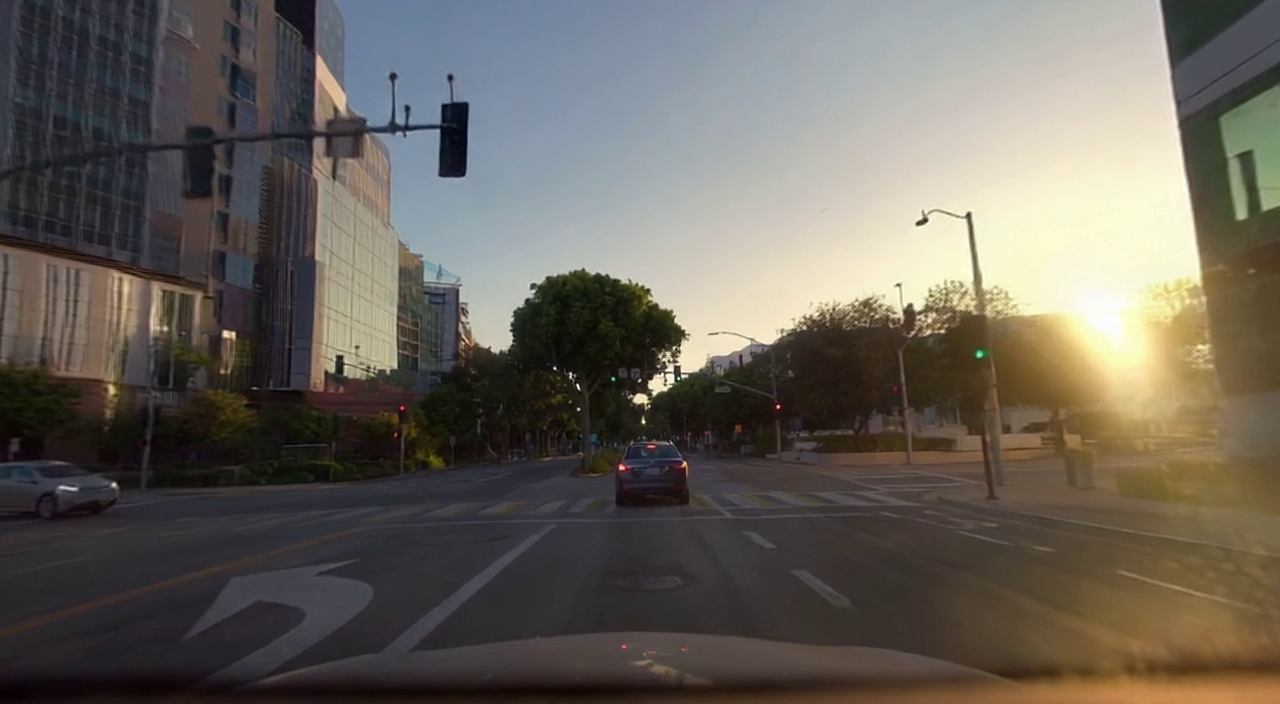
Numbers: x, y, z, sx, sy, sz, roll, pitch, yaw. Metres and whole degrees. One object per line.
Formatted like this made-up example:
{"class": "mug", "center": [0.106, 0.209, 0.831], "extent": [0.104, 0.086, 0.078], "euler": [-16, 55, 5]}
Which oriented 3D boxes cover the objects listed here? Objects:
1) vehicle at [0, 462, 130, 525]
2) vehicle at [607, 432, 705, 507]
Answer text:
{"class": "vehicle", "center": [-16.820, 3.833, 17.395], "extent": [4.494, 1.475, 1.893], "euler": [-3, -9, 16]}
{"class": "vehicle", "center": [0.342, 2.918, 16.122], "extent": [2.184, 1.640, 4.086], "euler": [0, -8, 0]}
